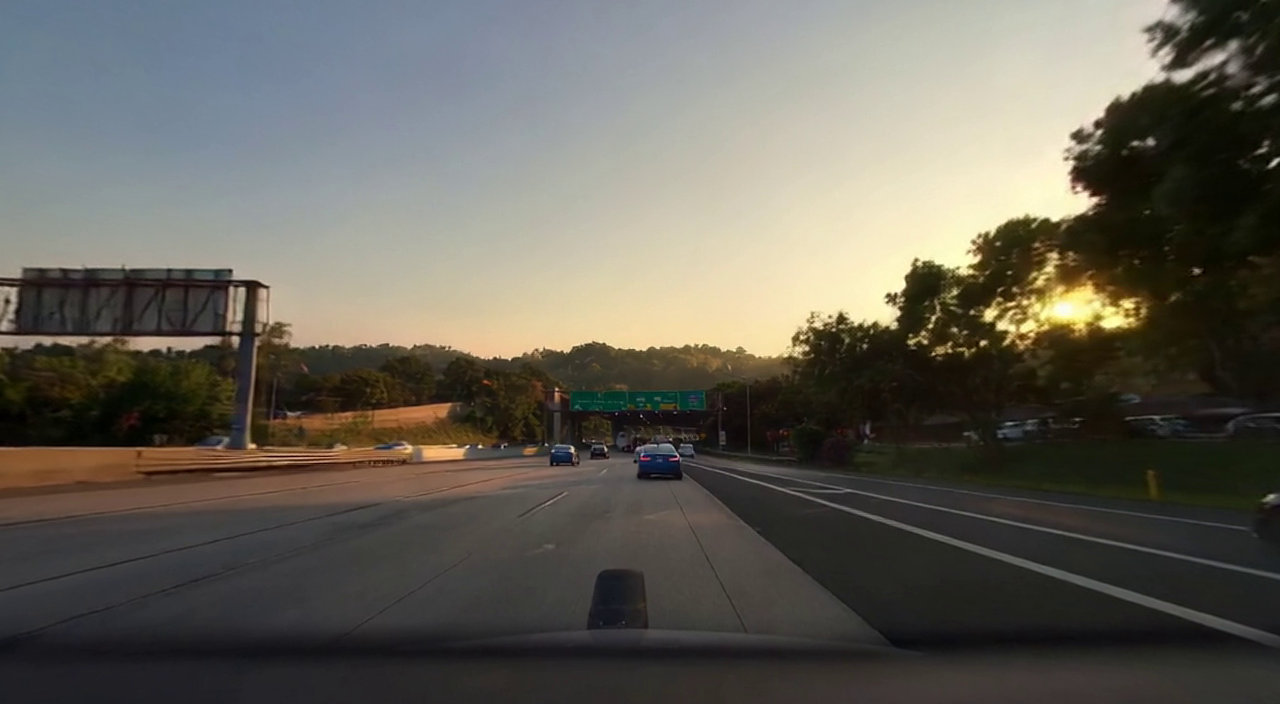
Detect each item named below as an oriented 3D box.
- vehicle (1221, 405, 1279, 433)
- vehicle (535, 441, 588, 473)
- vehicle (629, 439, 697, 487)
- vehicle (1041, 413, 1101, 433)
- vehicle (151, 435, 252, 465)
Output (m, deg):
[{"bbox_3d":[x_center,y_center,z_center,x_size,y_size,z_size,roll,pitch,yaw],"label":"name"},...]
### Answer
[{"bbox_3d":[35.448,3.728,34.927,1.781,1.456,4.462,7,-10,-38],"label":"vehicle"},{"bbox_3d":[-4.000,5.427,32.868,2.047,1.497,4.208,0,-8,2],"label":"vehicle"},{"bbox_3d":[0.754,3.772,21.780,2.113,1.464,4.073,0,-8,1],"label":"vehicle"},{"bbox_3d":[33.417,5.542,49.038,1.782,1.506,3.935,0,-8,-2],"label":"vehicle"},{"bbox_3d":[-25.148,5.643,36.464,1.948,1.623,5.279,0,-8,2],"label":"vehicle"}]
